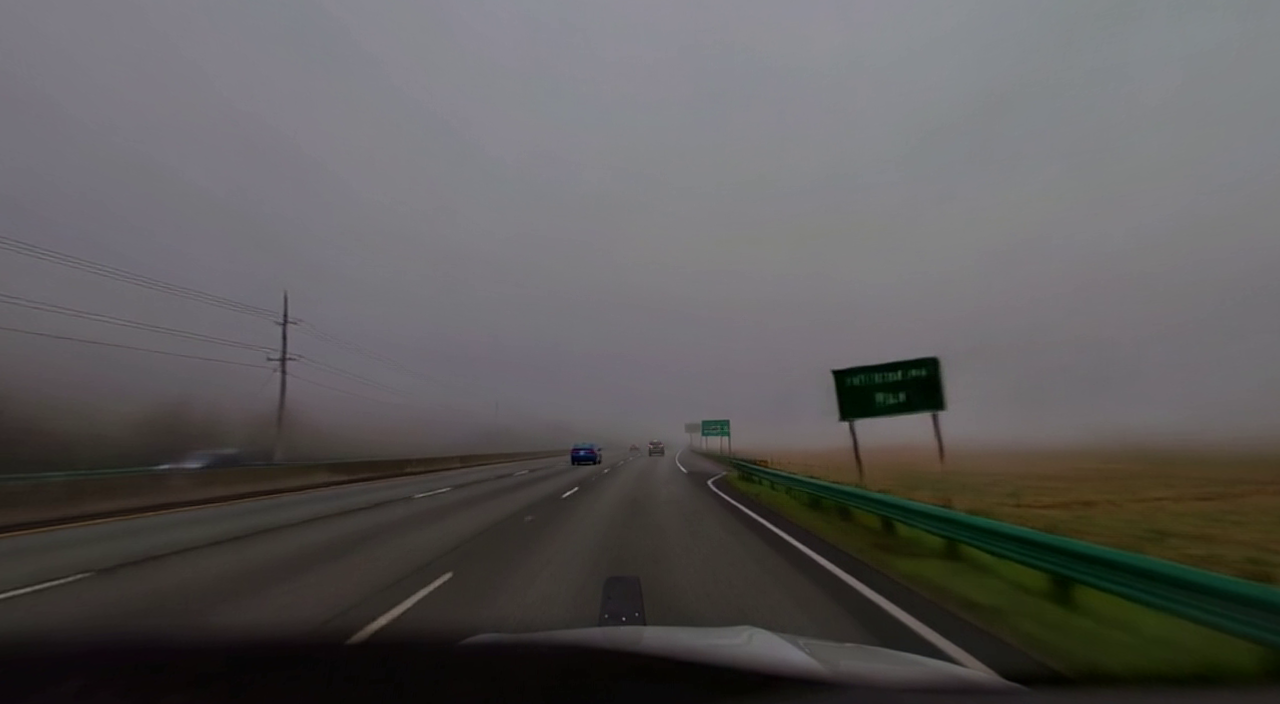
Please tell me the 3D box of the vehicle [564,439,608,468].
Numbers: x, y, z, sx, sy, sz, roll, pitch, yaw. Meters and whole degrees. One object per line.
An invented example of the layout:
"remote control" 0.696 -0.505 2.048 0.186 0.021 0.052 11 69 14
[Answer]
"vehicle" -2.988 5.736 35.785 2.021 1.515 4.453 0 -8 2

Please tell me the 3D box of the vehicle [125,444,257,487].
"vehicle" -16.123 4.065 22.877 1.986 1.424 3.739 0 -8 1
